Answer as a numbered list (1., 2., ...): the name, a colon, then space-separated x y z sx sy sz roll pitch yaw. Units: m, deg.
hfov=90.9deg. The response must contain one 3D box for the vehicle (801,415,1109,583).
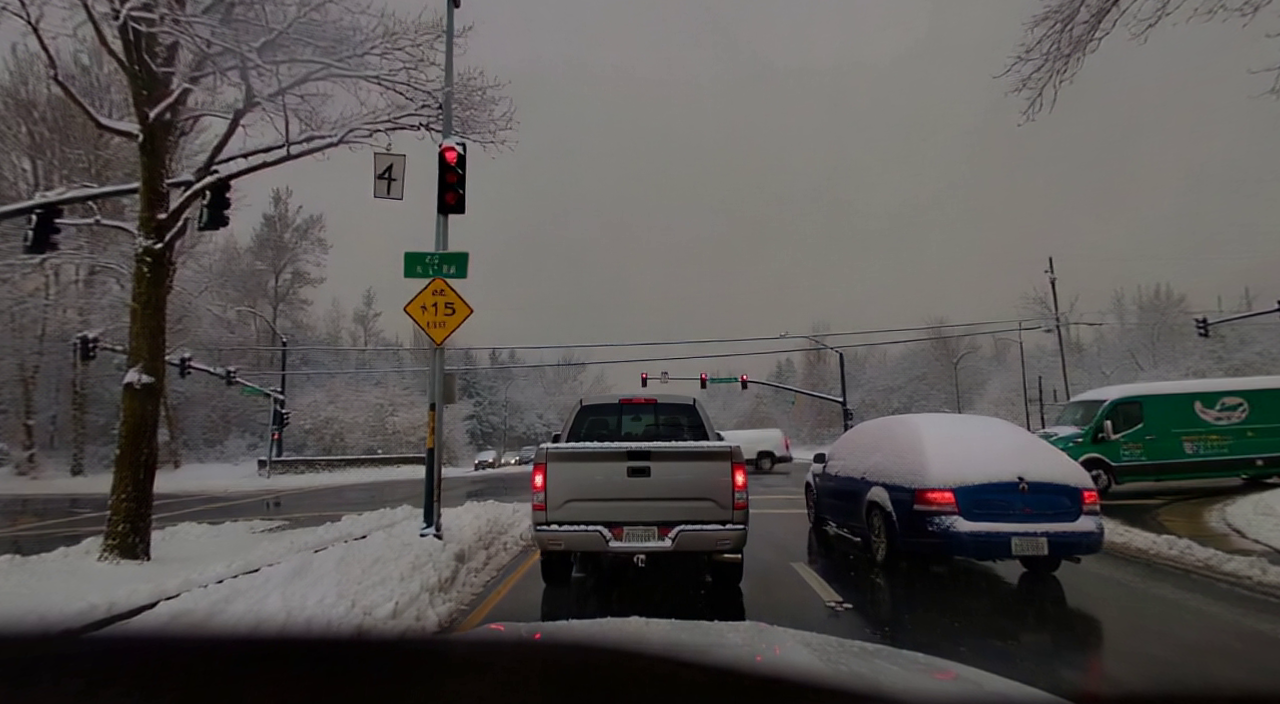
1. vehicle: 3.578 1.725 8.197 1.981 1.616 4.006 0 -8 1

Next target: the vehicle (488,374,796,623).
1. vehicle: 0.045 1.472 7.346 2.326 1.880 4.964 0 -8 1

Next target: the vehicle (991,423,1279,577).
1. vehicle: 6.830 1.744 8.272 1.973 1.470 4.228 0 -8 0
